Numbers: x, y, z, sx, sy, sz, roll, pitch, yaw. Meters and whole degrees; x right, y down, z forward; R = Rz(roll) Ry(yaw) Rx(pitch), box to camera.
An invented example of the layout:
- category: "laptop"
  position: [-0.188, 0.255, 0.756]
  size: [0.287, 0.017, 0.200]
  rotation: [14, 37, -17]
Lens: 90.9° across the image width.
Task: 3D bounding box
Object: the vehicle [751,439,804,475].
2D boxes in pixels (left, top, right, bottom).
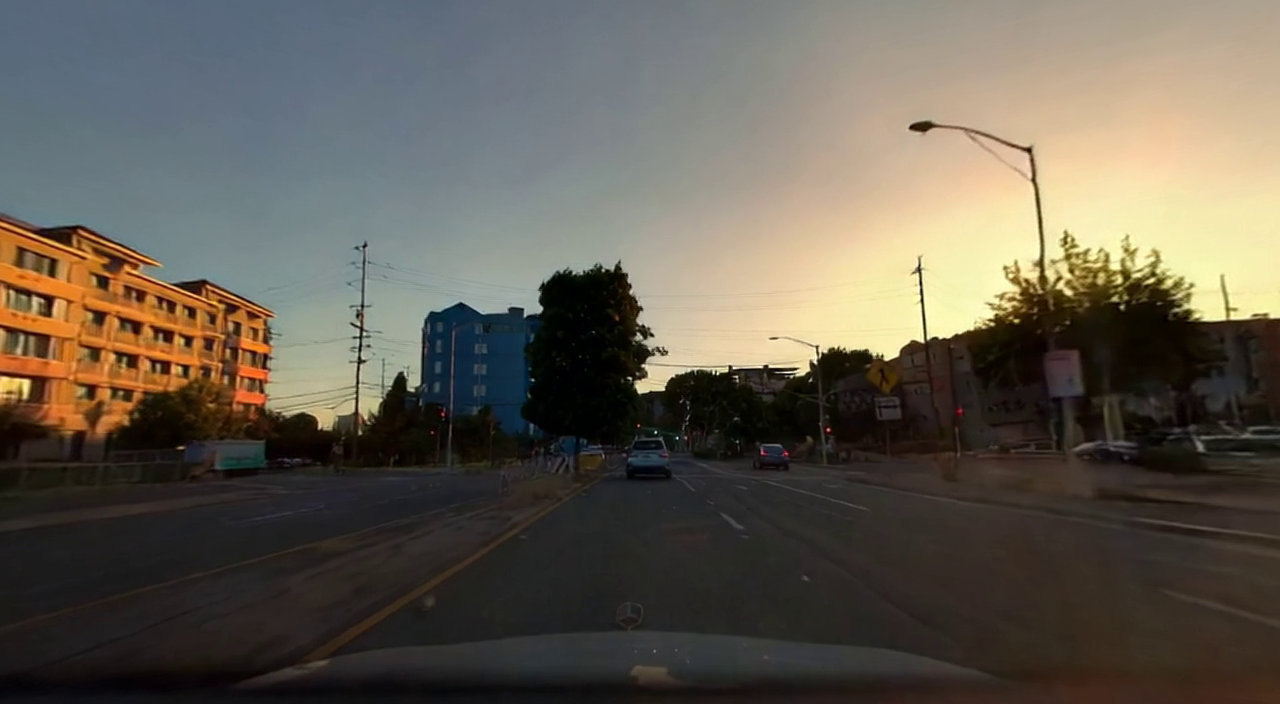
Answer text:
- category: "vehicle"
  position: [7.316, 5.602, 33.885]
  size: [1.952, 1.749, 4.311]
  rotation: [0, -8, 2]

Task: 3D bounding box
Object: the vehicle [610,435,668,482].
- category: "vehicle"
  position: [-0.029, 4.381, 26.286]
  size: [2.160, 1.786, 4.702]
  rotation: [0, -8, 0]
